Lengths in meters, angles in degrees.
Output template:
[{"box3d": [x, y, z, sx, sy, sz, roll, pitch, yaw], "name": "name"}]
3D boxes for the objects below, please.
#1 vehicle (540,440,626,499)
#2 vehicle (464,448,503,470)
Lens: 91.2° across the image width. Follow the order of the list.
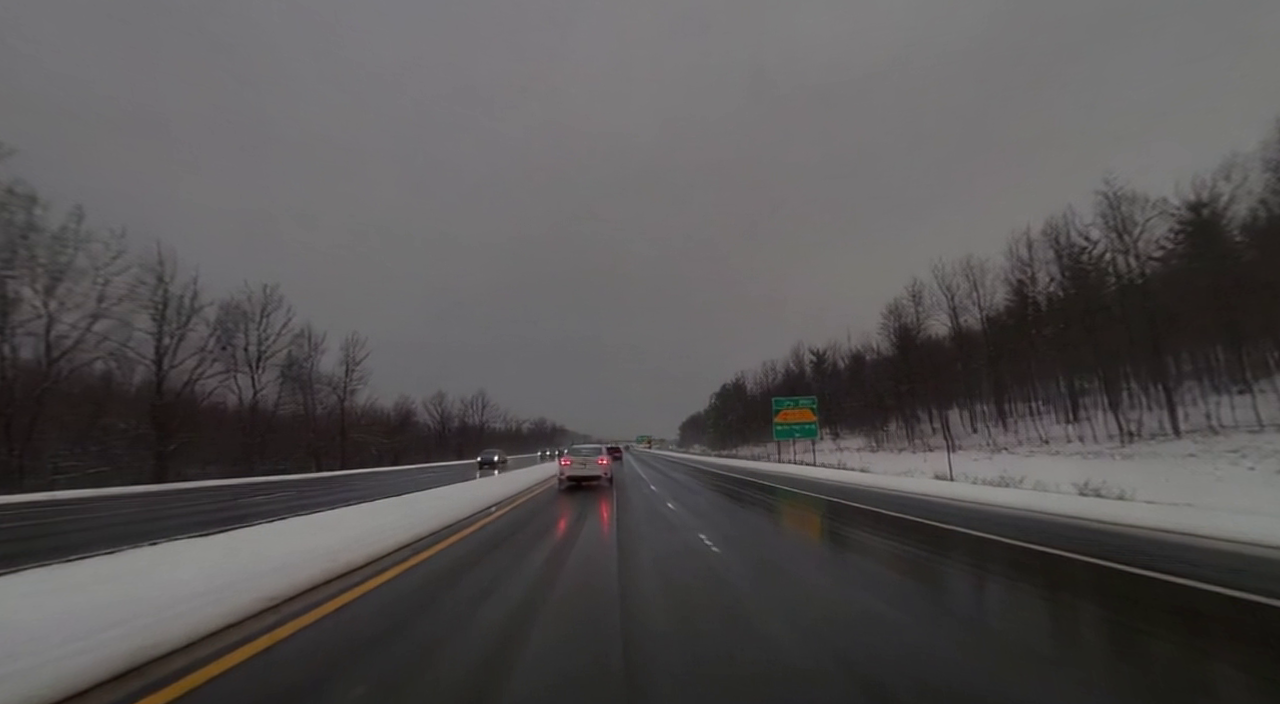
[{"box3d": [-1.563, 3.394, 18.449, 2.244, 1.506, 4.097, 0, -9, -2], "name": "vehicle"}, {"box3d": [-11.652, 8.014, 46.973, 1.990, 1.539, 4.498, 0, -9, -2], "name": "vehicle"}]
